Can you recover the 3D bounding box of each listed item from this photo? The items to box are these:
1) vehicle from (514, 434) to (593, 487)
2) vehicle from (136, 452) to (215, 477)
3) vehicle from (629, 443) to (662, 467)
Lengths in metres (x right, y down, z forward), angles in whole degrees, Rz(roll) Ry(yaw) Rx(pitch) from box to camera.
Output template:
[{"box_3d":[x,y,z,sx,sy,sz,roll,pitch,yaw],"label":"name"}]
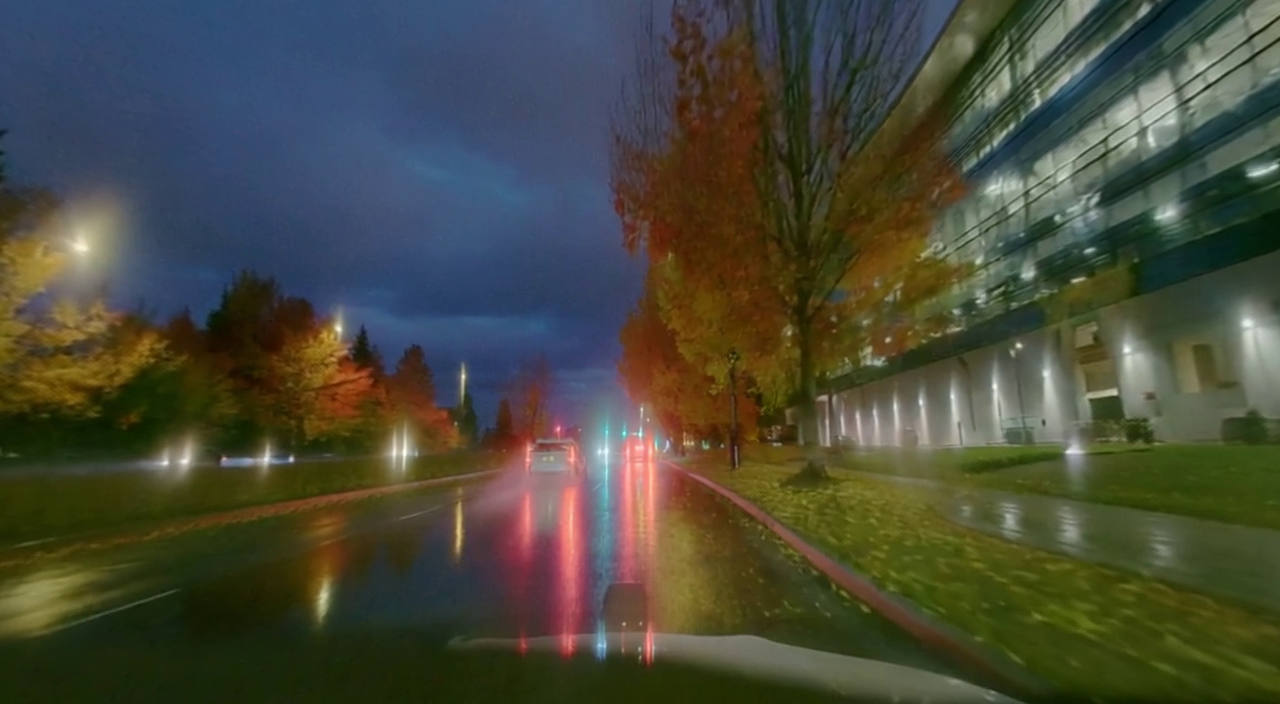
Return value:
[{"box_3d":[-2.978,3.837,22.672,2.197,1.709,4.069,-1,-8,1],"label":"vehicle"},{"box_3d":[-31.039,7.518,42.234,1.927,1.519,4.467,0,-8,-1],"label":"vehicle"},{"box_3d":[0.295,6.661,41.000,2.040,1.493,3.682,0,-8,-1],"label":"vehicle"}]
